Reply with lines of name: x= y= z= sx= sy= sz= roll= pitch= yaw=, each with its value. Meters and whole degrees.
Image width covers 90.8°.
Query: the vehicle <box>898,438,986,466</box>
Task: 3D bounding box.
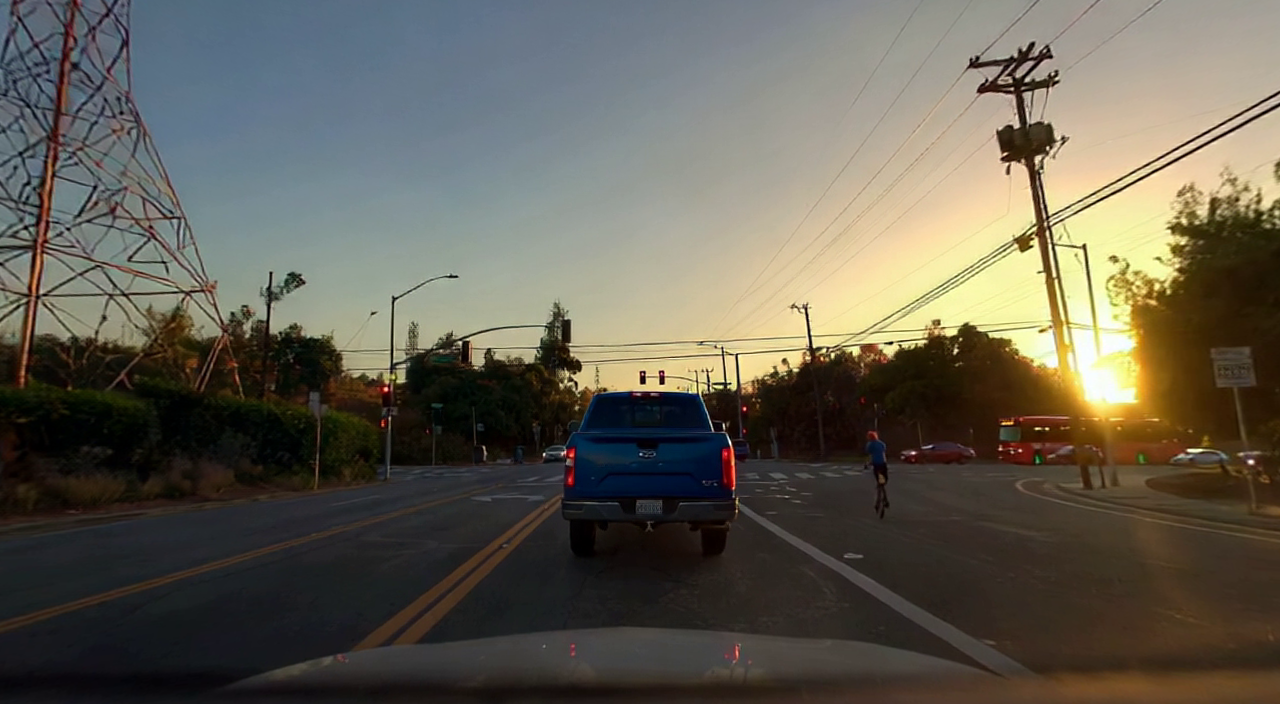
vehicle: x=21.657 y=7.209 z=45.463 sx=5.235 sy=1.878 sz=2.107 roll=0 pitch=-8 yaw=-1

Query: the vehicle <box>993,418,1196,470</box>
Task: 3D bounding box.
vehicle: x=29.400 y=5.987 z=41.250 sx=10.726 sy=3.128 sz=3.003 roll=-1 pitch=-8 yaw=1

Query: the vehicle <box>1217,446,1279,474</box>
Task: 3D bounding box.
vehicle: x=41.370 y=7.018 z=41.260 sx=5.426 sy=1.728 sz=1.999 roll=0 pitch=-8 yaw=-2

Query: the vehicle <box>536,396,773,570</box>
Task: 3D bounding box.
vehicle: x=0.118 y=1.900 z=10.077 sx=2.707 sy=1.964 sz=5.485 roll=0 pitch=-8 yaw=-1

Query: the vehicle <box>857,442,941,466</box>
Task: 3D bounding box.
vehicle: x=16.814 y=6.637 z=41.209 sx=4.578 sy=1.490 sz=1.935 roll=-1 pitch=-8 yaw=3
